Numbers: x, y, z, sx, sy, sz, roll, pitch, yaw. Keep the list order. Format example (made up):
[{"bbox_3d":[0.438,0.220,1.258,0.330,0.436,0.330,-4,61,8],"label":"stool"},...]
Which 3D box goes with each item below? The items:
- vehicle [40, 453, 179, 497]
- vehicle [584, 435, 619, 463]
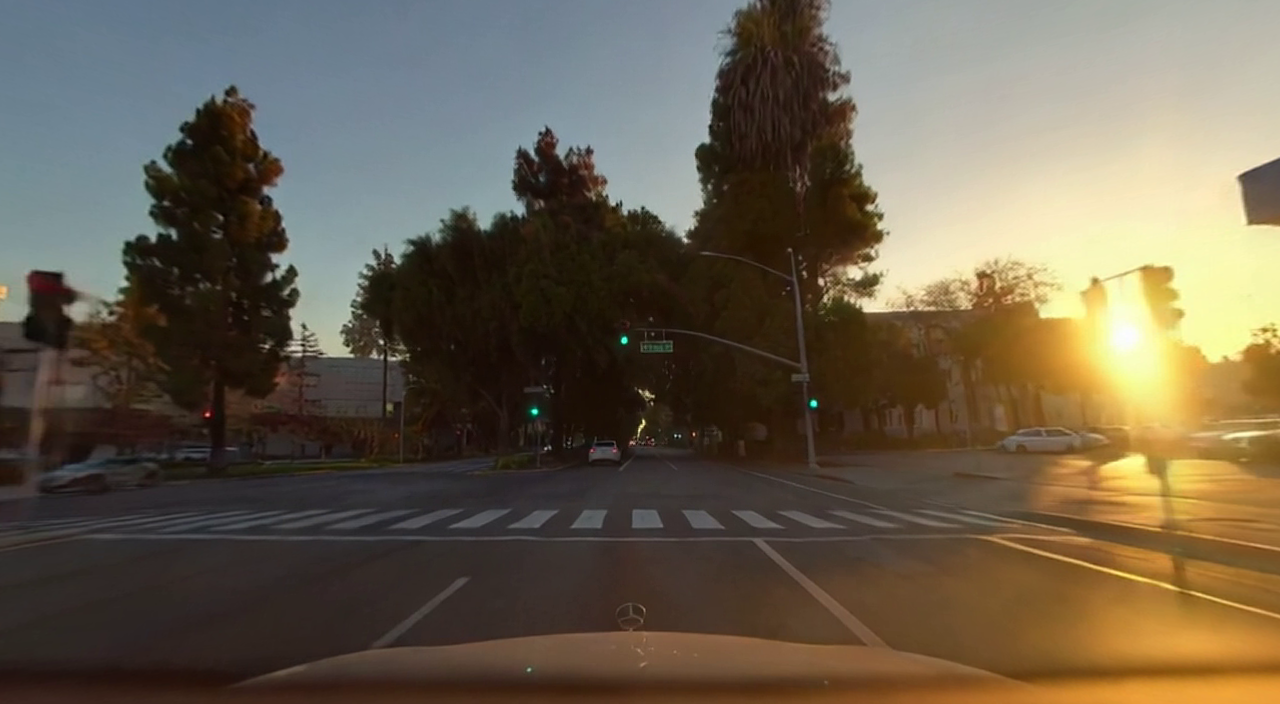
[{"bbox_3d":[-24.241,5.572,28.948,1.988,1.717,4.403,-7,-11,37],"label":"vehicle"},{"bbox_3d":[-2.477,6.426,41.841,2.011,1.756,4.478,0,-8,0],"label":"vehicle"}]
